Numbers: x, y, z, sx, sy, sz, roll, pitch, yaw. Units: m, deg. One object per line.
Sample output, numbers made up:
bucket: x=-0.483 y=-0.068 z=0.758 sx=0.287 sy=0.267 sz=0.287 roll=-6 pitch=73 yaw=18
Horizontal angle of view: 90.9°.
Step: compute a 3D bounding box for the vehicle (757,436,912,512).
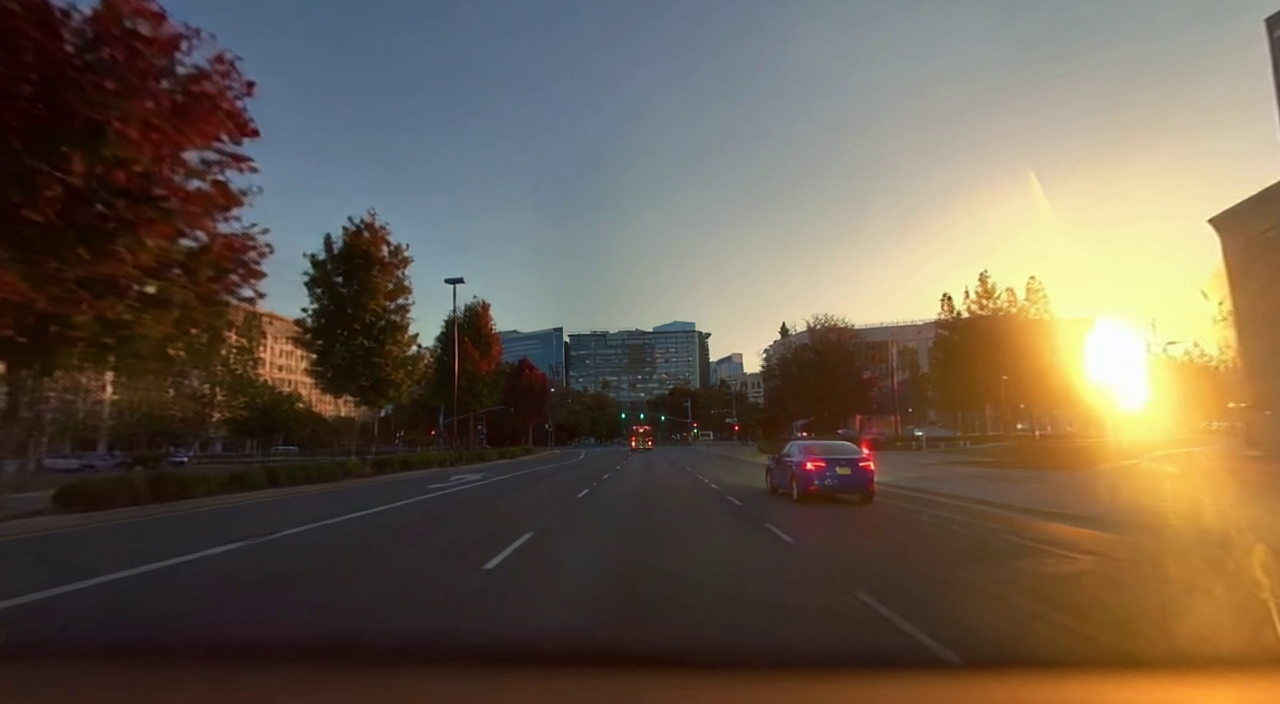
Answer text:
vehicle: x=4.217 y=2.716 z=14.608 sx=2.005 sy=1.442 sz=4.675 roll=0 pitch=-8 yaw=-1
